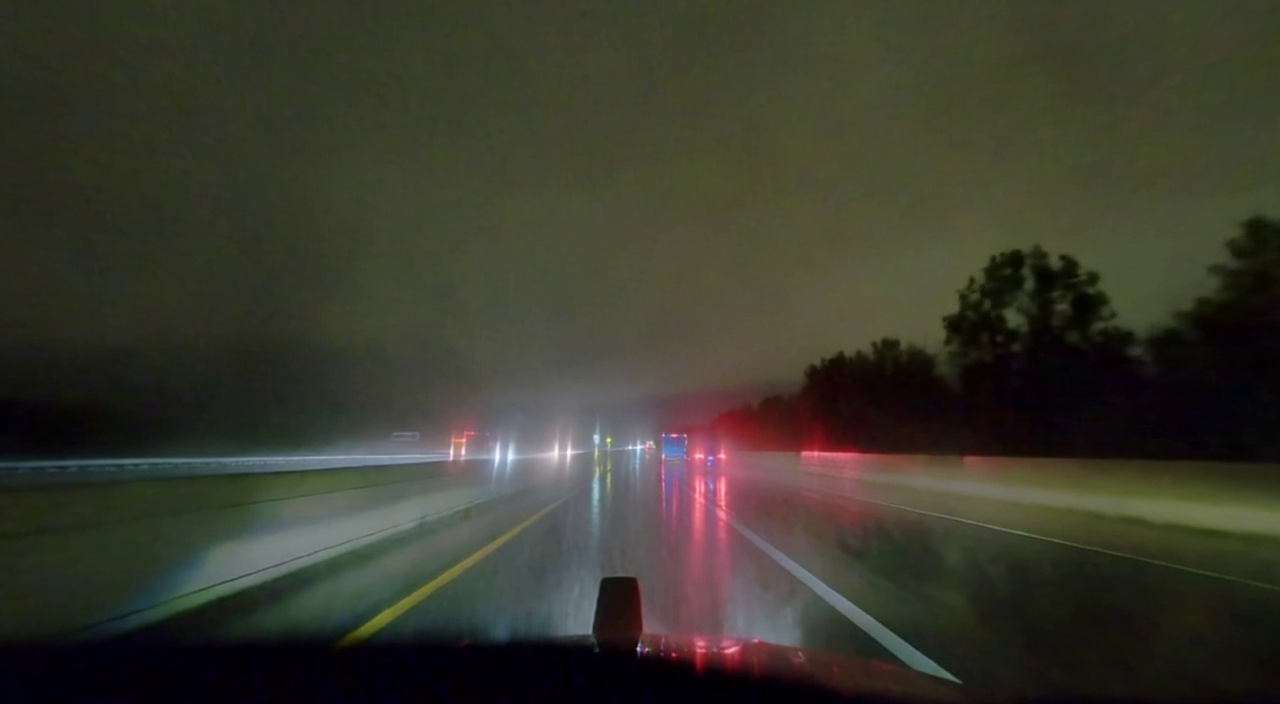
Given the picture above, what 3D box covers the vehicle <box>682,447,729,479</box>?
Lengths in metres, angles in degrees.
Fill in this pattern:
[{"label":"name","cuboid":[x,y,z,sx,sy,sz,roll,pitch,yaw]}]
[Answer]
[{"label":"vehicle","cuboid":[3.242,5.530,31.584,1.836,1.459,3.766,0,-9,-2]}]
